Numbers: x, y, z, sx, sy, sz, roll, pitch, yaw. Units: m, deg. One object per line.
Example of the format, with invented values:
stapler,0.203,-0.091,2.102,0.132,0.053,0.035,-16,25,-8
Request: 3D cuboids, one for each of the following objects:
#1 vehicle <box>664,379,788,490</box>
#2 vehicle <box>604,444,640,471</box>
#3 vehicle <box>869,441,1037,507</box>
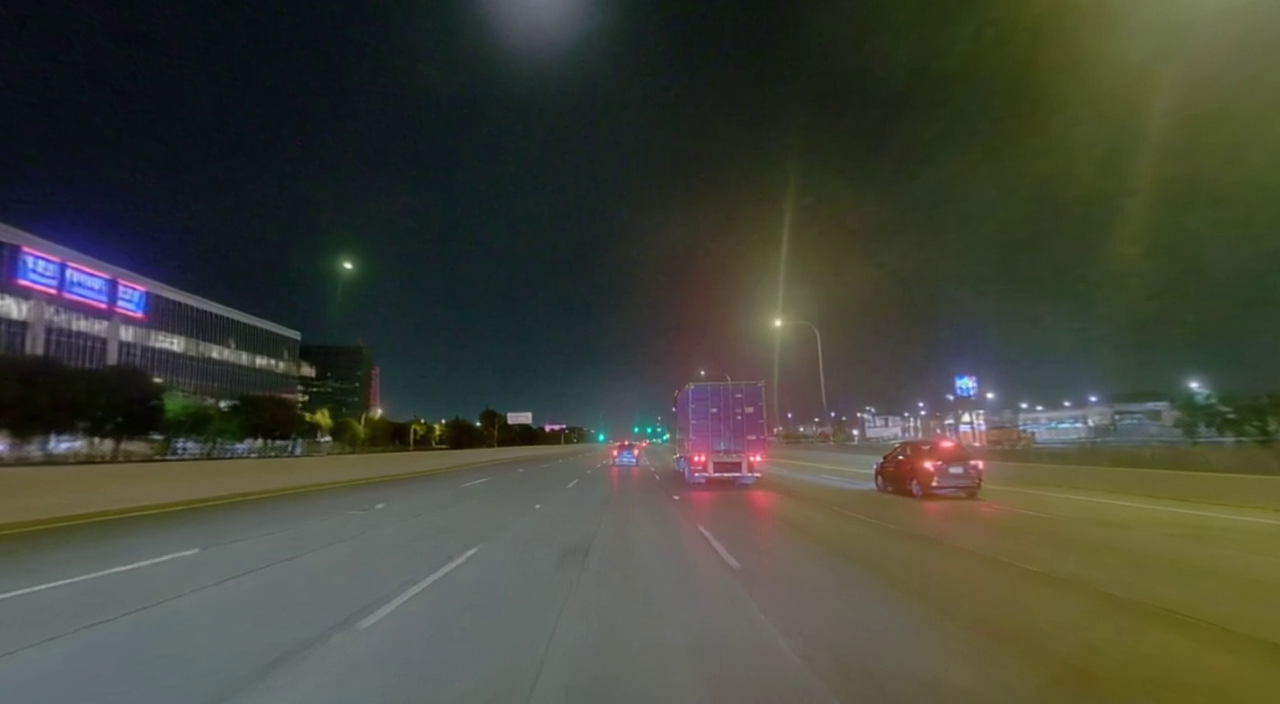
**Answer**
vehicle,2.785,3.286,24.557,2.934,3.325,10.986,0,-9,-2
vehicle,-0.964,5.865,35.444,1.929,1.395,3.999,0,-9,-1
vehicle,8.055,3.150,16.877,2.105,1.494,4.537,0,-9,-1
